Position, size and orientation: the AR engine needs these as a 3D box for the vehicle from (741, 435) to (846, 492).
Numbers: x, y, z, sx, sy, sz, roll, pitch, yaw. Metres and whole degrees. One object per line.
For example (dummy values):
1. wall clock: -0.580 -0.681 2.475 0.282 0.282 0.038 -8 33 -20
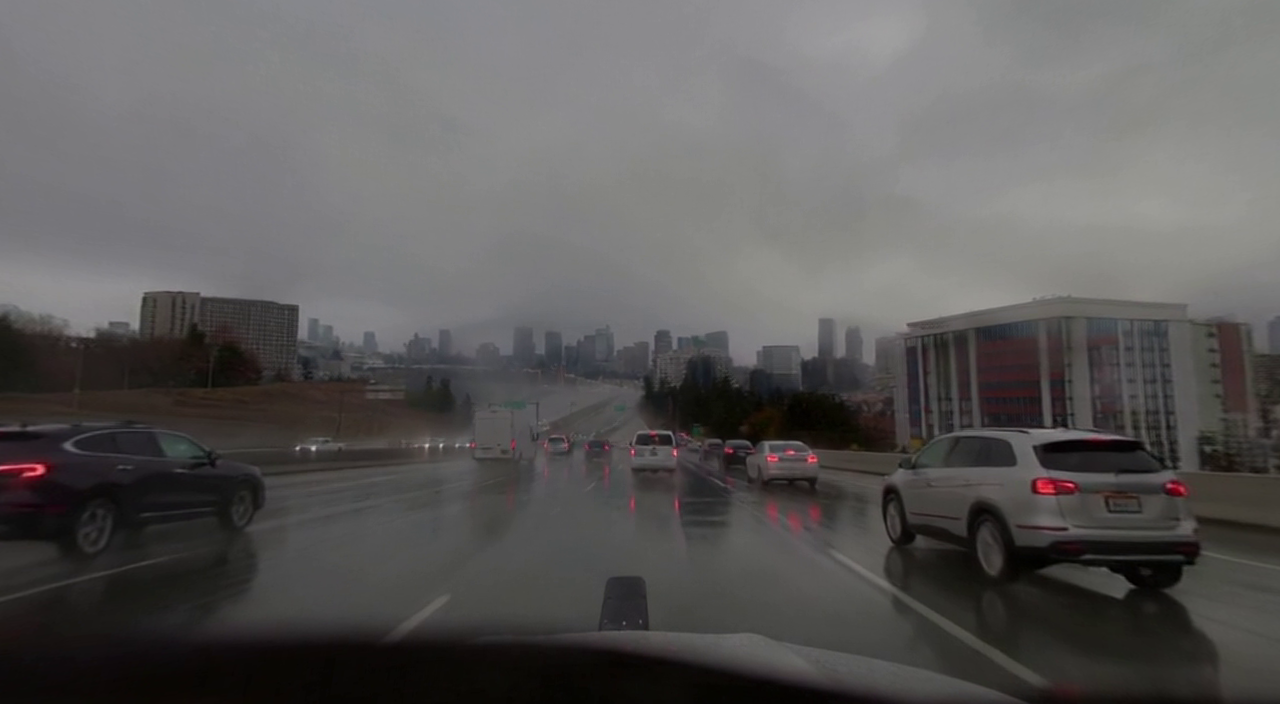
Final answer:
1. vehicle: 4.375 3.250 18.798 1.942 1.487 4.518 0 -8 -1

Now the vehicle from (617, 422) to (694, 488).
1. vehicle: 0.456 3.274 20.395 2.209 1.863 4.626 0 -8 1

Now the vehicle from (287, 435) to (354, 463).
1. vehicle: -20.705 6.323 41.103 1.920 1.695 4.612 0 -8 1

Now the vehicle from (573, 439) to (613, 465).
1. vehicle: -2.841 6.190 39.292 2.079 1.499 4.512 0 -8 1

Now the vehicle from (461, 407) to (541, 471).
1. vehicle: -6.783 4.410 31.838 2.358 2.817 7.055 0 -8 1

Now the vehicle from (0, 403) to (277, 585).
1. vehicle: -6.770 1.571 7.642 2.021 1.632 4.417 0 -8 1

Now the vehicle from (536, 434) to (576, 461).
1. vehicle: -6.479 7.425 49.264 2.269 1.929 6.032 0 -8 0

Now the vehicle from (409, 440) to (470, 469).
1. vehicle: -10.607 5.446 33.682 1.923 1.480 3.905 0 -8 1

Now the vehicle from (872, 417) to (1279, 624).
1. vehicle: 4.353 1.554 6.893 1.915 1.482 4.537 0 -8 0

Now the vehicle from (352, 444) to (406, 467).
1. vehicle: -16.508 6.525 40.063 1.823 1.388 3.705 0 -8 1
